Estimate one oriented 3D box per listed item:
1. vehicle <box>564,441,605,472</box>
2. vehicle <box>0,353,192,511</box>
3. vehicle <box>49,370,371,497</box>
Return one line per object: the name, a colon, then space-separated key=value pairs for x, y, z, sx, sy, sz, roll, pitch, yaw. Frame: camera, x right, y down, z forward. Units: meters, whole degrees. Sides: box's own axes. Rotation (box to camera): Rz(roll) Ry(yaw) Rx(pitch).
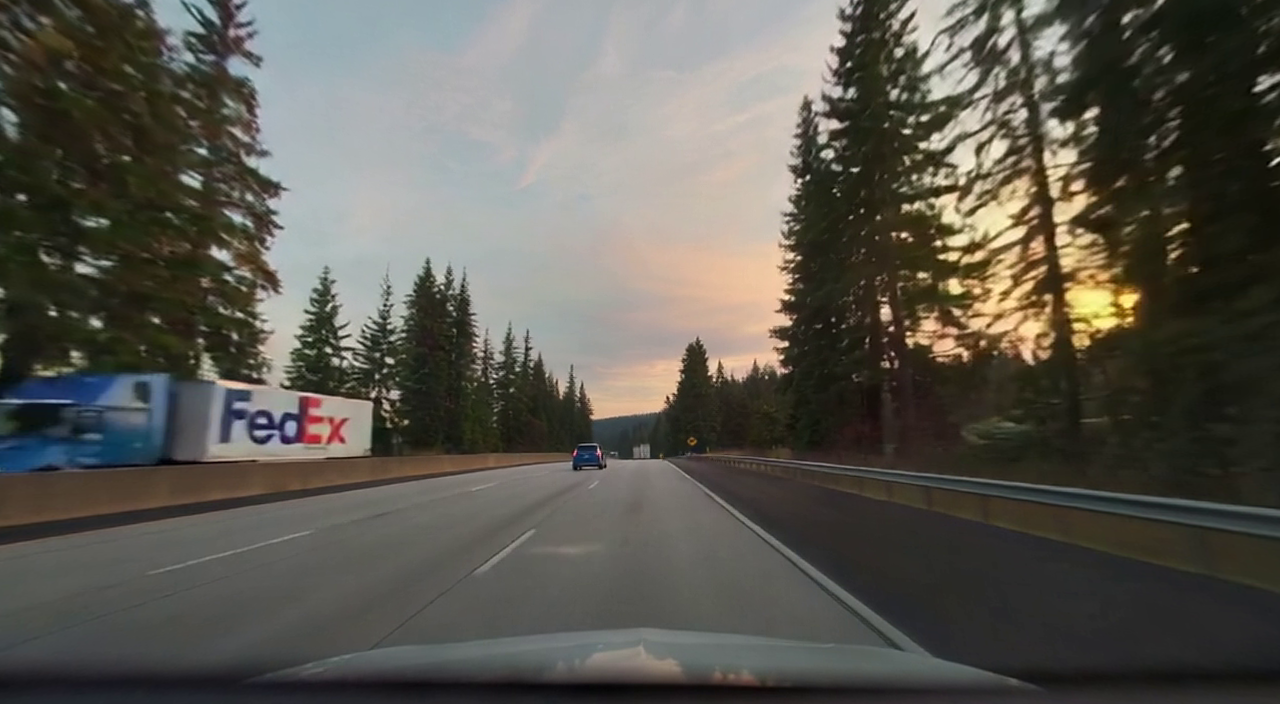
vehicle: x=-3.373 y=6.438 z=38.984 sx=2.084 sy=1.752 sz=4.479 roll=-1 pitch=-8 yaw=1
vehicle: x=-17.344 y=2.322 z=17.780 sx=3.022 sy=3.874 sz=8.340 roll=0 pitch=-8 yaw=0
vehicle: x=-17.273 y=3.756 z=28.244 sx=3.184 sy=4.072 sz=15.913 roll=-1 pitch=-8 yaw=0
